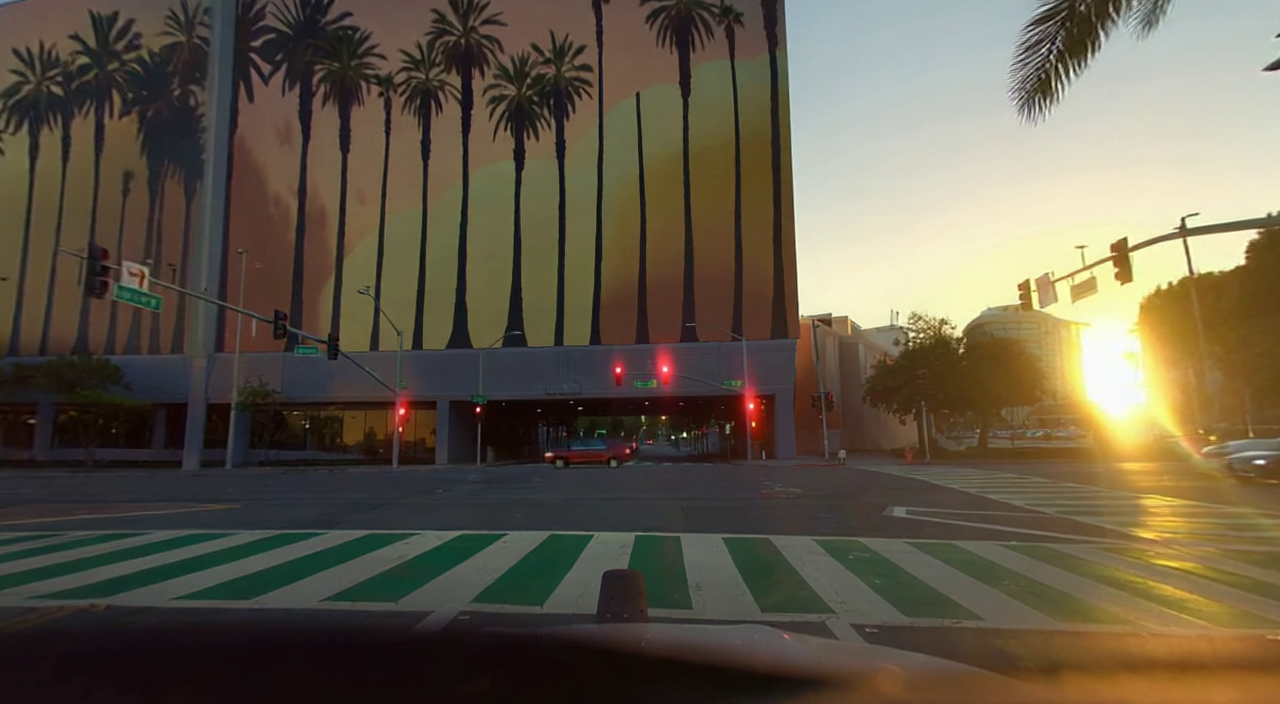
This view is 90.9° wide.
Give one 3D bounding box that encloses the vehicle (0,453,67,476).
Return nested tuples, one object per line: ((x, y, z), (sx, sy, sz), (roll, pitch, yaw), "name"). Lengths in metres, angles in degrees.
((-41.667, 7.606, 42.773), (3.698, 1.508, 1.779), (0, -8, 1), "vehicle")

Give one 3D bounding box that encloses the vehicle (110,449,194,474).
((-33.074, 7.400, 42.757), (4.136, 1.661, 1.857), (0, -8, 1), "vehicle")

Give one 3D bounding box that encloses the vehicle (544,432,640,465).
((-2.770, 5.740, 37.387), (5.477, 1.880, 2.125), (0, -8, 1), "vehicle")

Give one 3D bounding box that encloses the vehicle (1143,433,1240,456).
((36.029, 6.032, 41.260), (4.606, 1.449, 1.687), (0, -8, 2), "vehicle")
